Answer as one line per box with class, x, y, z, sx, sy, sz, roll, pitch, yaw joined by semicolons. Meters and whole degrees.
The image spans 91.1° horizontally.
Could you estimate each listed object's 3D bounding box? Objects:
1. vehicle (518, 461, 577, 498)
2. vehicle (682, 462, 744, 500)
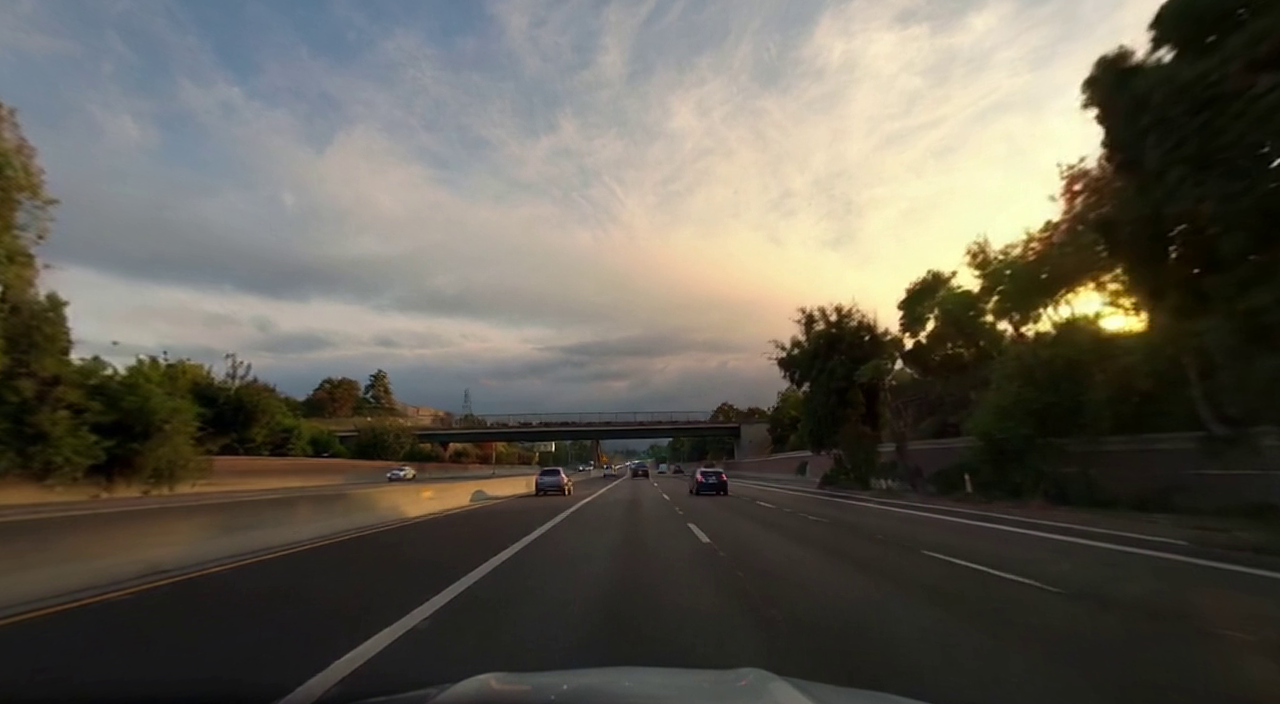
vehicle;-3.992;5.616;27.871;1.975;1.486;3.903;1;-10;1
vehicle;3.129;5.662;27.835;2.092;1.518;4.348;1;-10;-2
